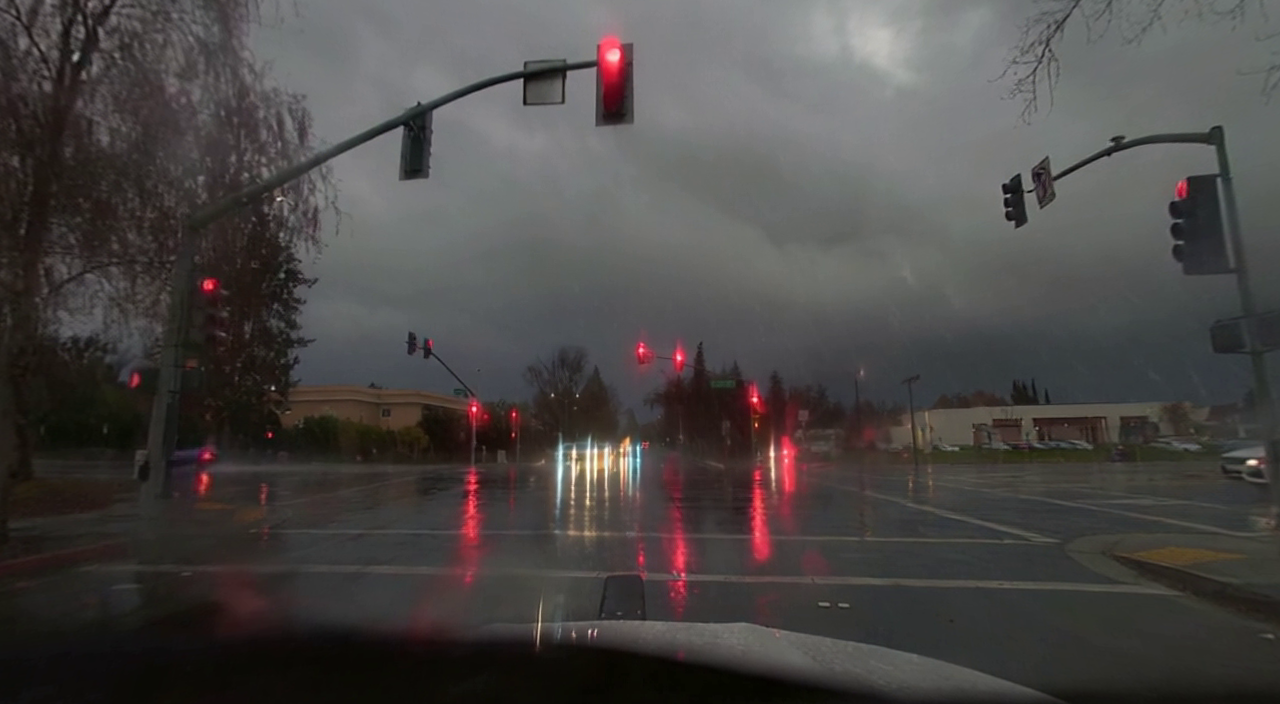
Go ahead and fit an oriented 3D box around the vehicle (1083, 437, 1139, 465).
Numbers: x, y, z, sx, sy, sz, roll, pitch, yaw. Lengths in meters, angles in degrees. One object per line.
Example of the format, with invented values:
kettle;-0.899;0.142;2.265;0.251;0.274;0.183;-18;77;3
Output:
vehicle;26.984;5.660;36.135;2.092;1.474;4.046;-8;-11;41

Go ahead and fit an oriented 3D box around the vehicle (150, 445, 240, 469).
vehicle;-27.408;6.467;38.944;4.628;1.414;1.897;-3;-9;15

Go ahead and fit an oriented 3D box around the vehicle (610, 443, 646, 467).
vehicle;-0.839;6.831;41.991;2.056;1.492;3.937;1;-9;-6

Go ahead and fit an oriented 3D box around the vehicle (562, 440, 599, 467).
vehicle;-4.091;7.106;44.293;2.251;1.756;4.610;0;-9;-2
